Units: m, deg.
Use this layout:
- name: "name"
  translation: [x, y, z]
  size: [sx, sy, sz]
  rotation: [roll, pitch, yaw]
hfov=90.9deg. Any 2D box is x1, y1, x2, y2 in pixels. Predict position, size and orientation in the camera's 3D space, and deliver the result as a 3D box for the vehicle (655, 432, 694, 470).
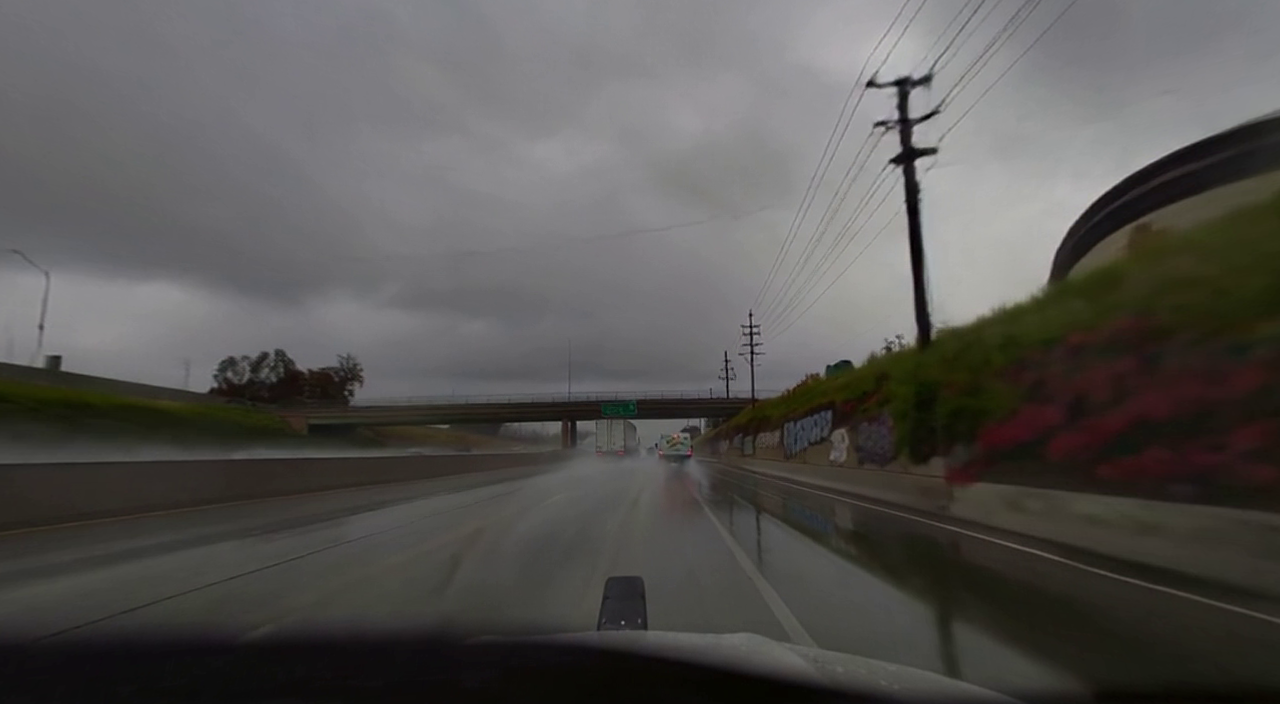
- name: "vehicle"
  translation: [2.519, 7.485, 47.638]
  size: [2.462, 2.627, 5.799]
  rotation: [0, -9, -1]
